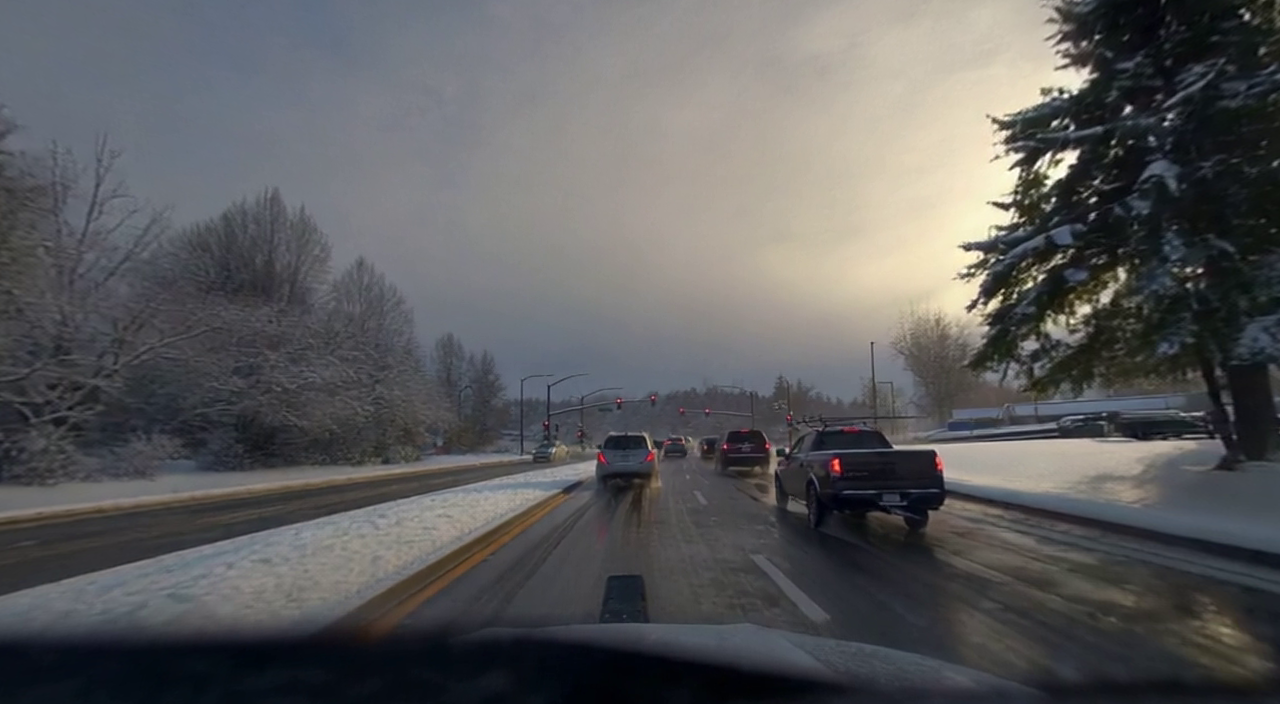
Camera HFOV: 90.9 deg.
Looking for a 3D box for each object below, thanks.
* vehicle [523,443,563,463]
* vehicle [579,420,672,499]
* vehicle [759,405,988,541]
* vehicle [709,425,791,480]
[{"bbox_3d":[-7.582,7.930,49.745,1.953,1.476,4.747,-1,-8,6],"label":"vehicle"},{"bbox_3d":[-0.237,2.746,16.451,2.113,1.768,3.901,0,-8,3],"label":"vehicle"},{"bbox_3d":[3.493,1.917,10.627,2.114,1.765,4.647,0,-8,1],"label":"vehicle"},{"bbox_3d":[4.032,3.838,24.367,2.317,1.857,5.940,0,-8,2],"label":"vehicle"}]
